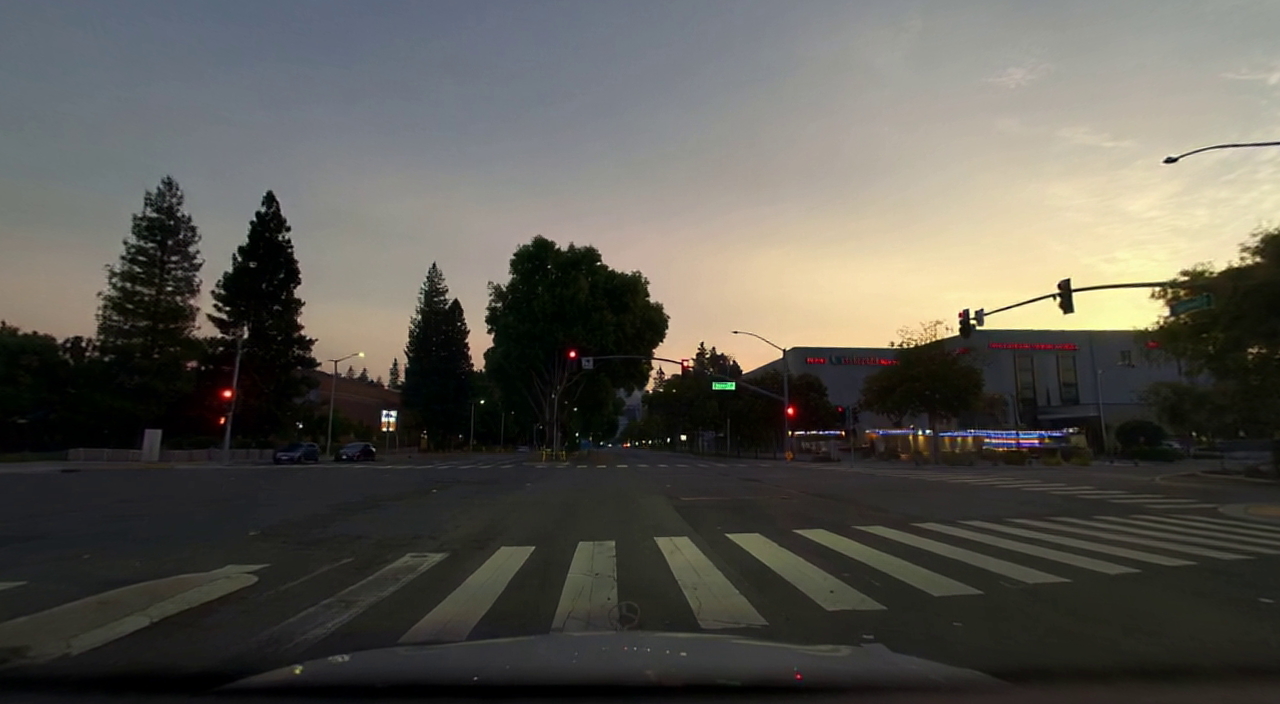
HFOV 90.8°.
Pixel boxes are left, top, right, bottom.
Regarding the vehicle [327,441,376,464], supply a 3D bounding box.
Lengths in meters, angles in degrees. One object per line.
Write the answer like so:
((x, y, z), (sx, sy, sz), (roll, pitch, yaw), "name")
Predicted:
((-22.502, 7.851, 49.476), (2.023, 1.706, 4.756), (1, -9, -6), "vehicle")

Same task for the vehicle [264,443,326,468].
((-21.850, 6.561, 40.150), (2.005, 1.496, 4.020), (1, -9, -6), "vehicle")
